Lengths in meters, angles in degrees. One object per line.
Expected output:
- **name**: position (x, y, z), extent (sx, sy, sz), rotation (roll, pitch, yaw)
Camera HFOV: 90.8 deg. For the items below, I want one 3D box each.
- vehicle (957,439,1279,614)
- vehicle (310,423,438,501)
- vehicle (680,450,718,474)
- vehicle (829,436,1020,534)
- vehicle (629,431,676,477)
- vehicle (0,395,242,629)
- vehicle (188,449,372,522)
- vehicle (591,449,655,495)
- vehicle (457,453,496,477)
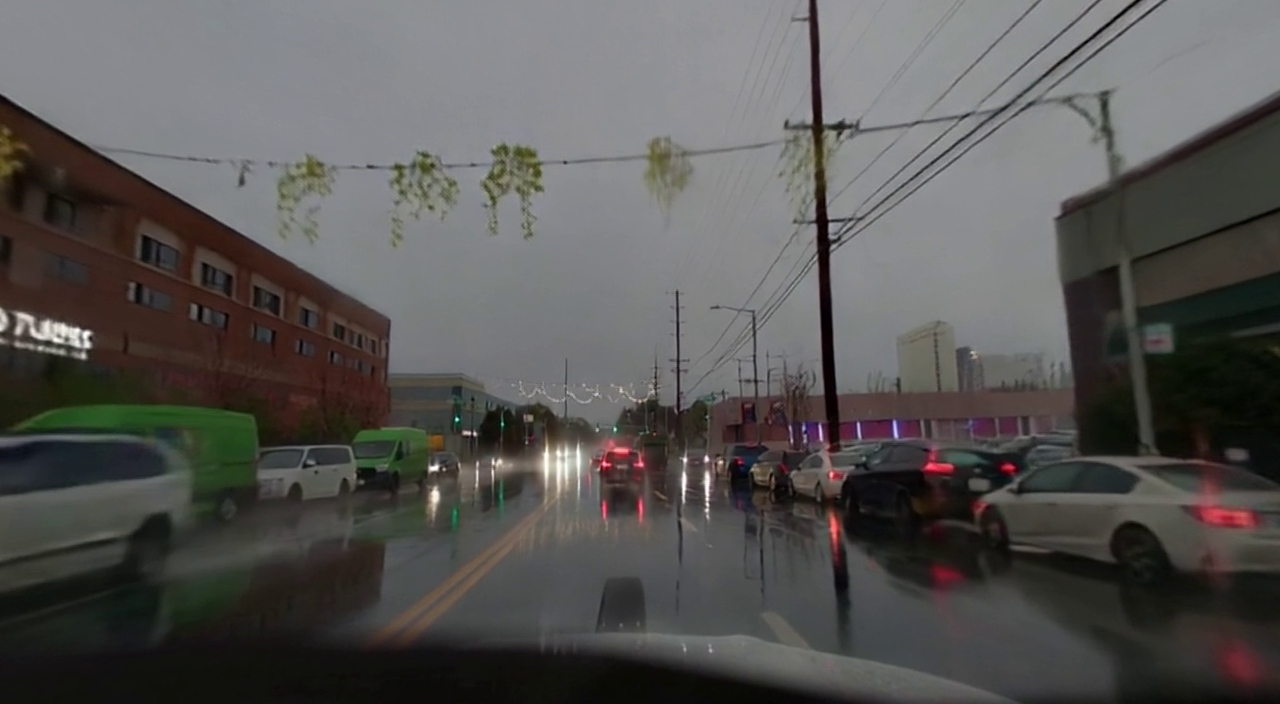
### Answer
- **vehicle**: position (5.802, 1.820, 7.533), extent (1.943, 1.507, 3.816), rotation (0, -8, -2)
- **vehicle**: position (-10.348, 4.319, 25.299), extent (2.724, 2.739, 5.663), rotation (0, -8, -1)
- **vehicle**: position (3.989, 7.512, 43.391), extent (1.824, 1.481, 4.057), rotation (1, -8, -6)
- **vehicle**: position (5.677, 2.665, 13.363), extent (1.876, 1.692, 4.492), rotation (0, -8, -1)
- **vehicle**: position (0.862, 6.287, 39.293), extent (2.649, 2.583, 5.800), rotation (-1, -8, 3)
- **vehicle**: position (-6.598, 1.463, 6.055), extent (2.456, 1.935, 4.769), rotation (0, -8, -1)
- **vehicle**: position (-10.113, 3.750, 18.492), extent (2.256, 1.722, 5.644), rotation (0, -8, -3)
- **vehicle**: position (-0.702, 4.303, 23.056), extent (2.112, 1.464, 4.411), rotation (0, -8, -4)
- **vehicle**: position (-11.941, 8.251, 46.328), extent (1.962, 1.529, 4.109), rotation (1, -8, -3)
